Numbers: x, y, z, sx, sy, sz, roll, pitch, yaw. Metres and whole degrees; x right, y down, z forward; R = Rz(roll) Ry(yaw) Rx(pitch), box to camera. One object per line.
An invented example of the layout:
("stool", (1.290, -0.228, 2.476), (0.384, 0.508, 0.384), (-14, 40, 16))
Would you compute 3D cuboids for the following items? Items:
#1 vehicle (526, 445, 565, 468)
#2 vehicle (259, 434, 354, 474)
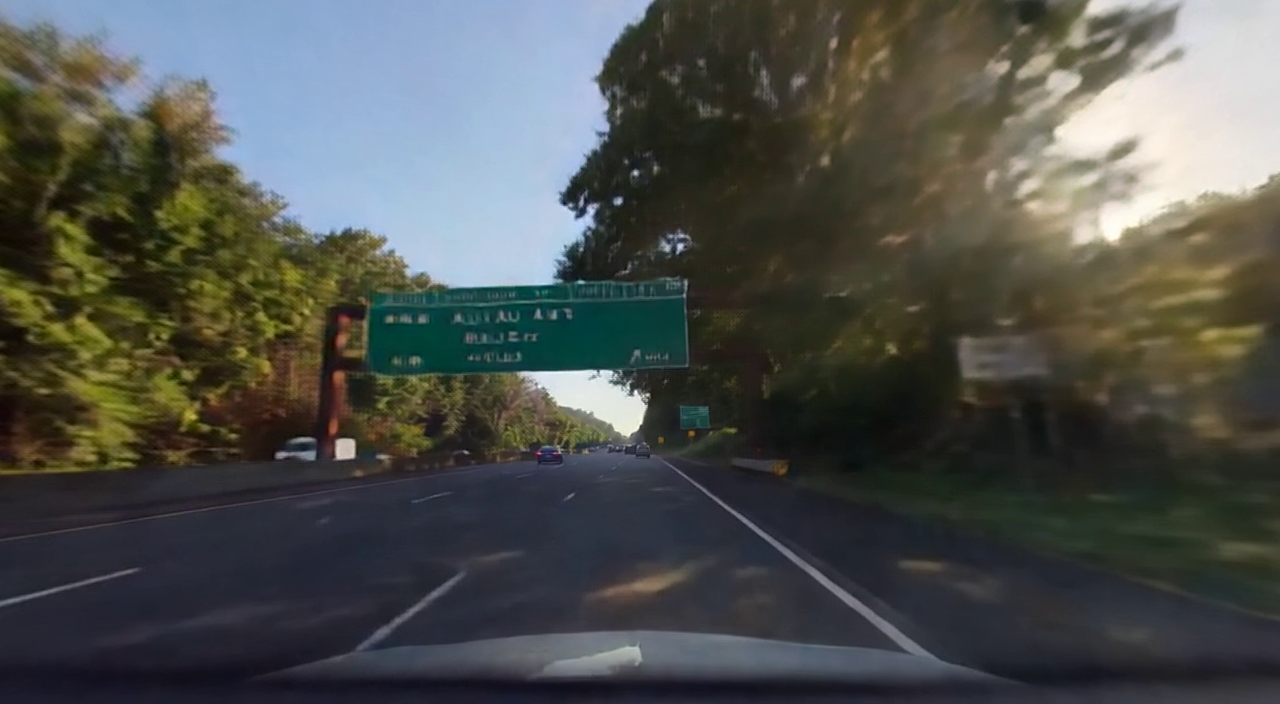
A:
("vehicle", (-6.930, 7.736, 46.804), (2.094, 1.579, 4.655), (0, -8, 1))
("vehicle", (-21.475, 6.598, 41.053), (2.362, 2.345, 6.916), (0, -8, 1))
